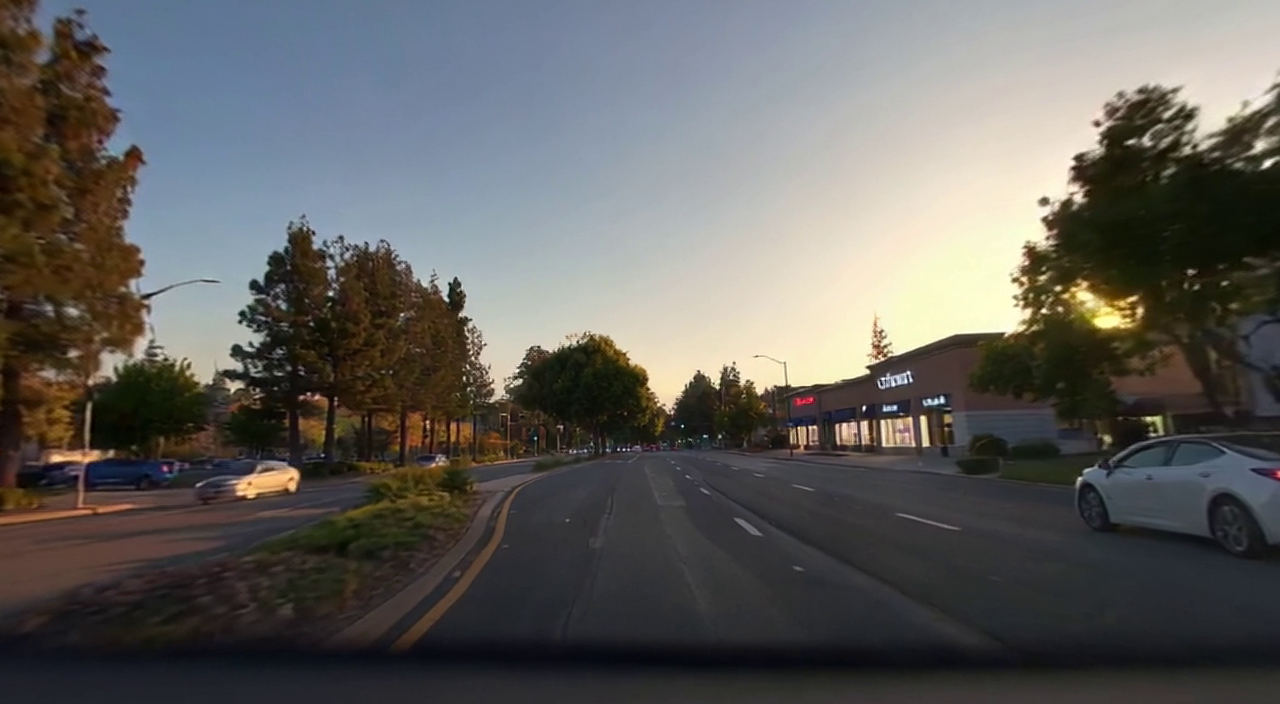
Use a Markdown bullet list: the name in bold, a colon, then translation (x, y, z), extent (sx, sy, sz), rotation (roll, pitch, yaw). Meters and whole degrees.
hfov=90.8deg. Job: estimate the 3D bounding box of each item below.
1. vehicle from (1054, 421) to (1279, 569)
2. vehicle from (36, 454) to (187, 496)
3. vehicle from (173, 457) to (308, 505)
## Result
- **vehicle**: translation (7.370, 1.605, 7.553), extent (1.936, 1.460, 4.258), rotation (-1, -8, 0)
- **vehicle**: translation (-27.333, 6.367, 33.029), extent (5.702, 1.985, 2.175), rotation (7, -12, -34)
- **vehicle**: translation (-14.668, 4.734, 23.581), extent (2.001, 1.485, 4.469), rotation (-1, -8, 2)
